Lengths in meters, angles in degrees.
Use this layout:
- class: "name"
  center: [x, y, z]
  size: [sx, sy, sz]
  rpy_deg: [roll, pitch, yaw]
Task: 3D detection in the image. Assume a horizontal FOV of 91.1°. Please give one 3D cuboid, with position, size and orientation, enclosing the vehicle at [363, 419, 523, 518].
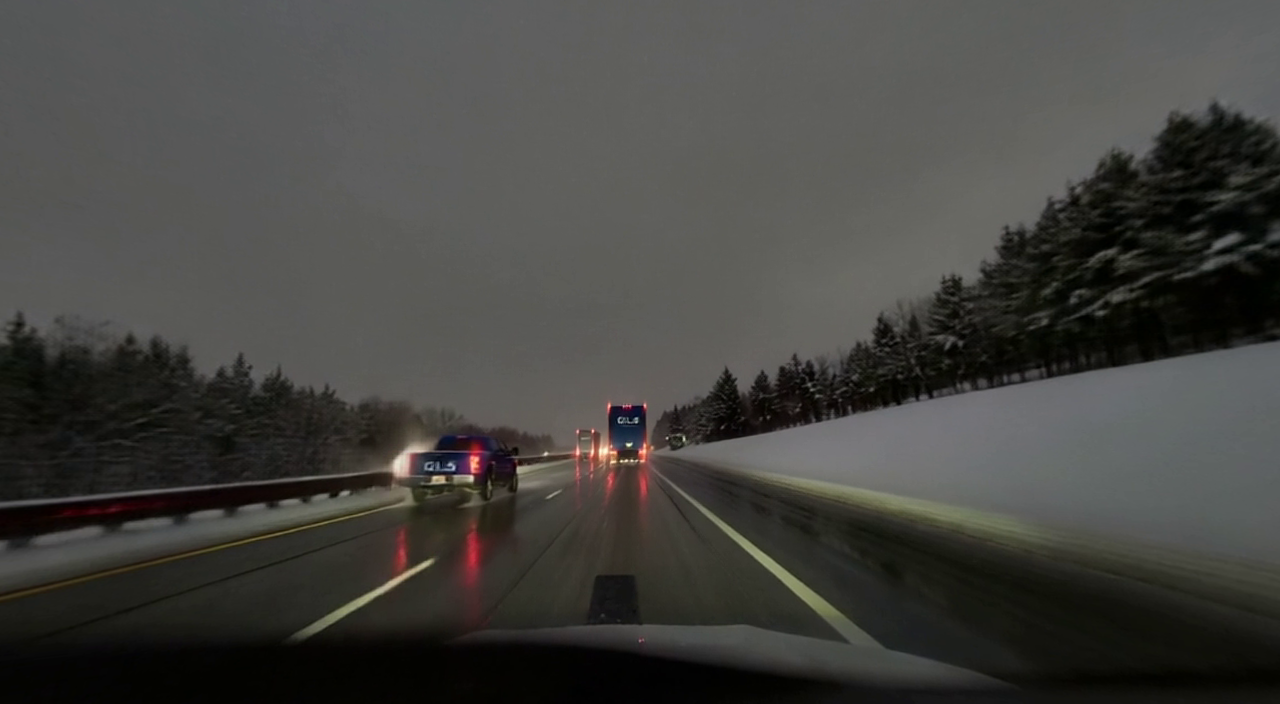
- class: "vehicle"
  center: [-4.423, 2.733, 15.197]
  size: [2.226, 1.935, 5.130]
  rpy_deg: [0, -9, -1]

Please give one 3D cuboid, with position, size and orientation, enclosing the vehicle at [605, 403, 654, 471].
- class: "vehicle"
  center: [-0.709, 5.839, 42.467]
  size: [2.923, 4.007, 9.760]
  rpy_deg: [0, -9, -1]
